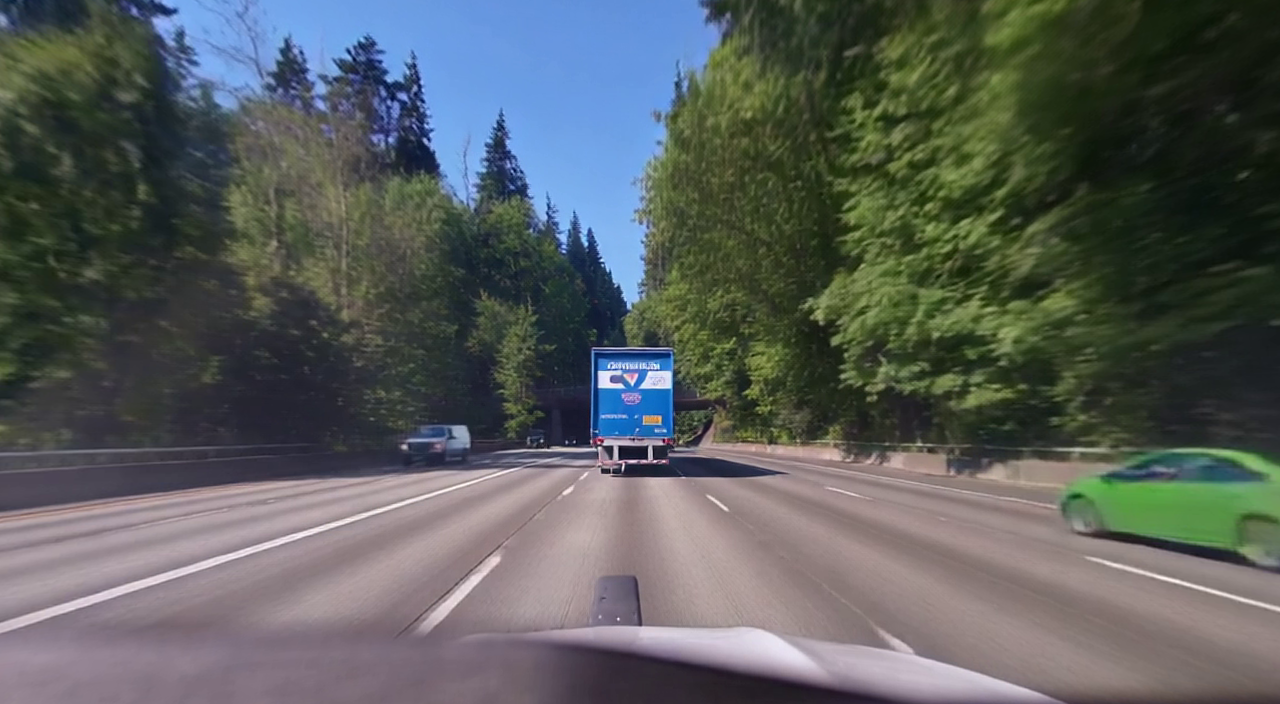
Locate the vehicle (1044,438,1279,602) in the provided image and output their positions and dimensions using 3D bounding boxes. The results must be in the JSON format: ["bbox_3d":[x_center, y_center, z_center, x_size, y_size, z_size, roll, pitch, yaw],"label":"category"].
[{"bbox_3d":[7.714,2.039,8.210,2.050,1.637,4.397,3,-7,1],"label":"vehicle"}]

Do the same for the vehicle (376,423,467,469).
[{"bbox_3d":[-8.437,3.671,24.751,2.081,1.613,4.273,0,-8,0],"label":"vehicle"}]

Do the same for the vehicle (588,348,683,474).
[{"bbox_3d":[-0.393,2.452,24.443,2.895,3.861,10.213,0,-8,-3],"label":"vehicle"}]
